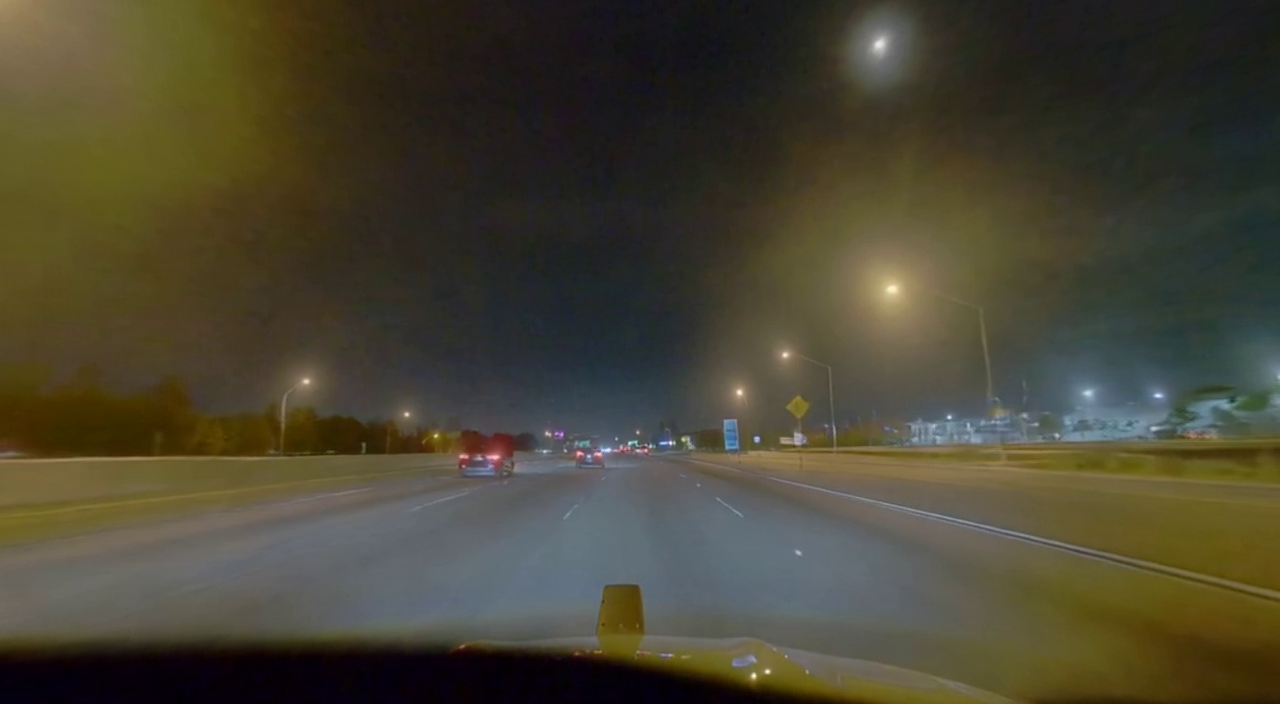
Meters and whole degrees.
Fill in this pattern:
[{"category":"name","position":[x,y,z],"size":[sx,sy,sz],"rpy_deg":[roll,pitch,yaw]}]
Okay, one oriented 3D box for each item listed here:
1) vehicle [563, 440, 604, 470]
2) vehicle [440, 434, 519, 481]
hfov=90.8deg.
[{"category":"vehicle","position":[-3.303,6.129,37.864],"size":[2.027,1.697,4.307],"rpy_deg":[0,-8,0]},{"category":"vehicle","position":[-6.602,4.401,26.616],"size":[2.015,1.762,4.790],"rpy_deg":[0,-9,1]}]
